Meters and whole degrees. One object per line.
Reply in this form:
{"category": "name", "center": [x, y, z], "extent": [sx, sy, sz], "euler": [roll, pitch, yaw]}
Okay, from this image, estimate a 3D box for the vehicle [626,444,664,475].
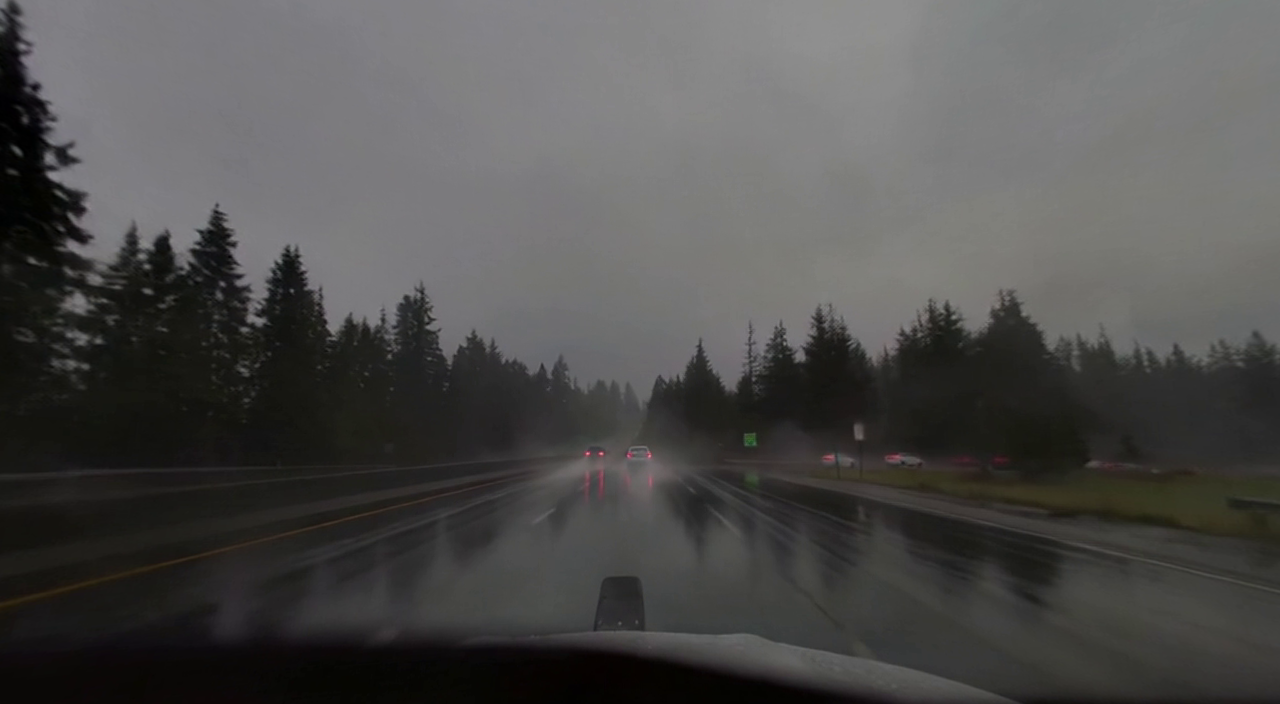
{"category": "vehicle", "center": [0.280, 6.363, 37.418], "extent": [2.130, 1.684, 3.826], "euler": [0, -9, 0]}
